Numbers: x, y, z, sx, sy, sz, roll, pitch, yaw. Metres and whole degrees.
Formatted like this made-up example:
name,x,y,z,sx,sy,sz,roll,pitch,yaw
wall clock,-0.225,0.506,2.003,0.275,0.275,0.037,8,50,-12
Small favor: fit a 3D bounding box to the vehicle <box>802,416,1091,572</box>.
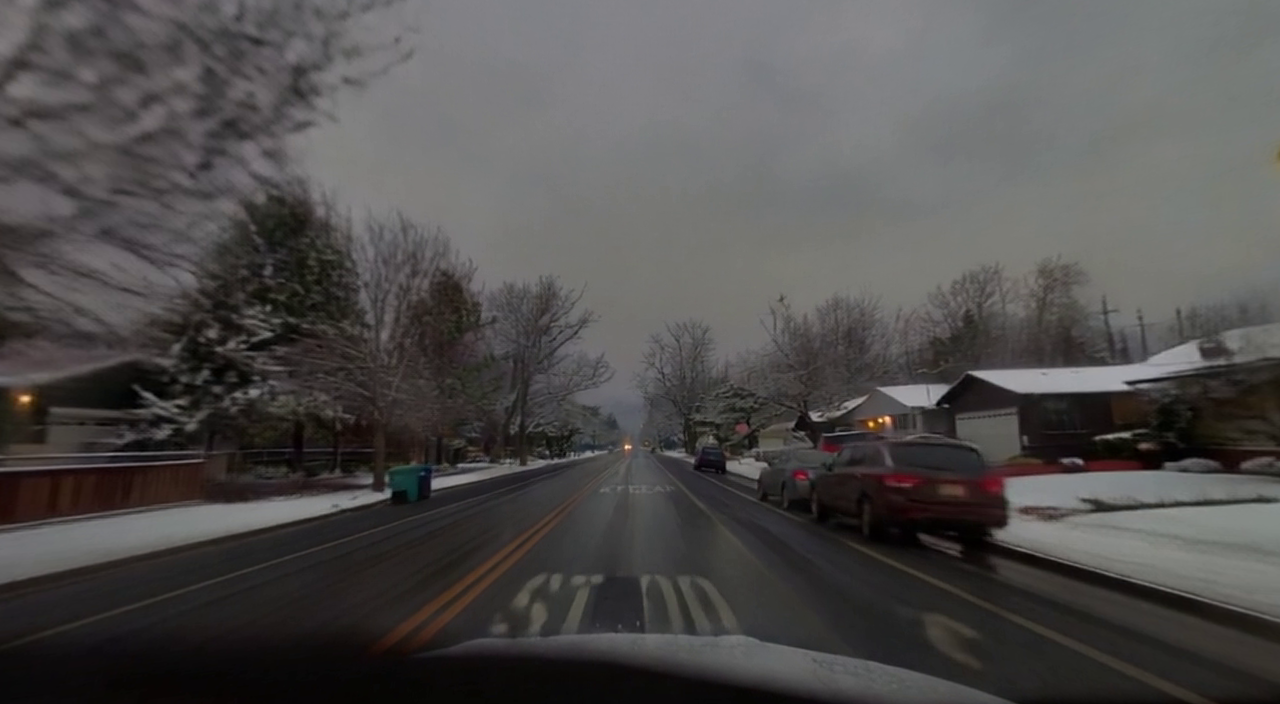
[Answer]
name,x,y,z,sx,sy,sz,roll,pitch,yaw
vehicle,4.183,2.016,9.818,2.032,1.792,4.849,0,-9,0
